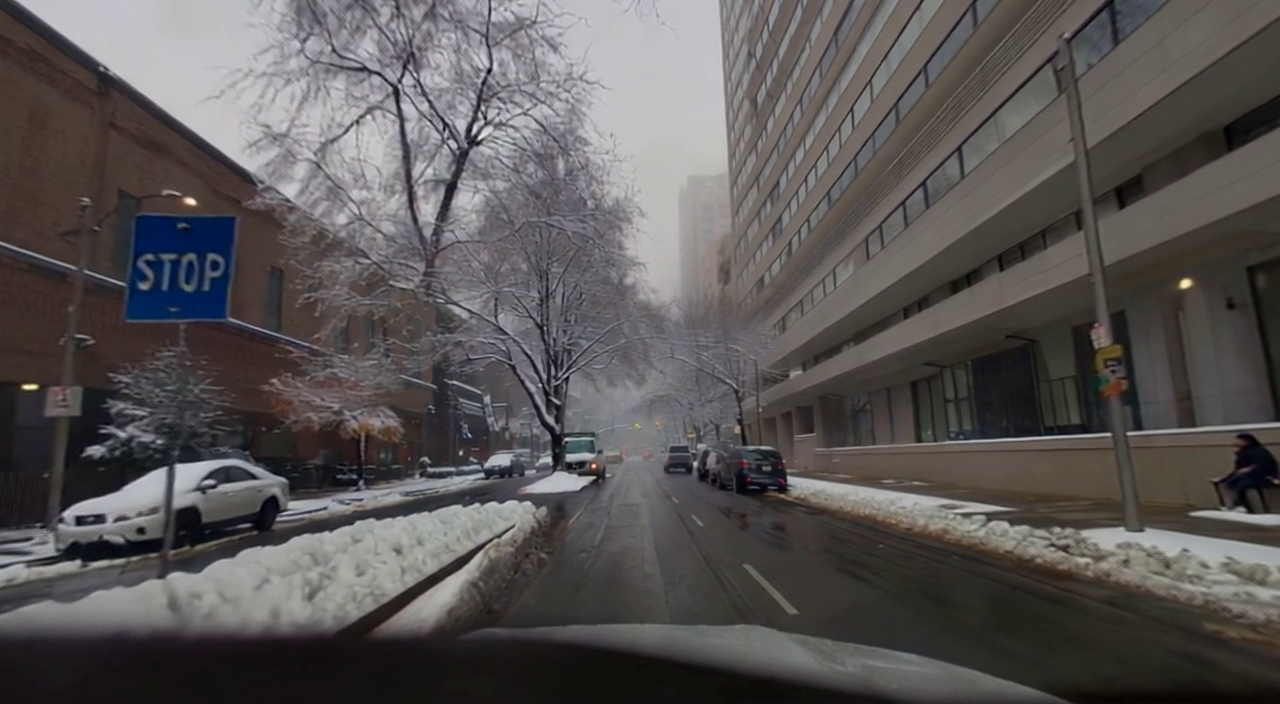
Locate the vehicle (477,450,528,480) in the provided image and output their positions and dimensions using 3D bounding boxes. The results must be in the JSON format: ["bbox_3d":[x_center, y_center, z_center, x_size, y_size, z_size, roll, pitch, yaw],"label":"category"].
[{"bbox_3d":[-8.881,7.313,41.213,2.256,1.802,4.333,0,-8,2],"label":"vehicle"}]

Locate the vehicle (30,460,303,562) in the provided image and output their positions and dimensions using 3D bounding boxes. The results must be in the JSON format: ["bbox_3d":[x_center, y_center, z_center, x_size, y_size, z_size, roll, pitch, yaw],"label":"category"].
[{"bbox_3d":[-8.739,2.923,12.319,2.007,1.503,4.343,0,-9,-1],"label":"vehicle"}]

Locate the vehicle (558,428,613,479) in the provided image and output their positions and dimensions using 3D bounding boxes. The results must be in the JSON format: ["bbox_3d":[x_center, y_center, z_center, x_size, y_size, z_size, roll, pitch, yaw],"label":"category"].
[{"bbox_3d":[-2.980,5.751,36.058,2.317,2.596,6.053,0,-8,2],"label":"vehicle"}]

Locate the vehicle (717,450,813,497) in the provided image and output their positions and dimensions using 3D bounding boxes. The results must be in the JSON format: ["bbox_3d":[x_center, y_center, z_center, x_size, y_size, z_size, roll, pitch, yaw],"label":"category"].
[{"bbox_3d":[4.600,4.279,22.744,1.858,1.491,4.329,-5,-10,33],"label":"vehicle"}]
